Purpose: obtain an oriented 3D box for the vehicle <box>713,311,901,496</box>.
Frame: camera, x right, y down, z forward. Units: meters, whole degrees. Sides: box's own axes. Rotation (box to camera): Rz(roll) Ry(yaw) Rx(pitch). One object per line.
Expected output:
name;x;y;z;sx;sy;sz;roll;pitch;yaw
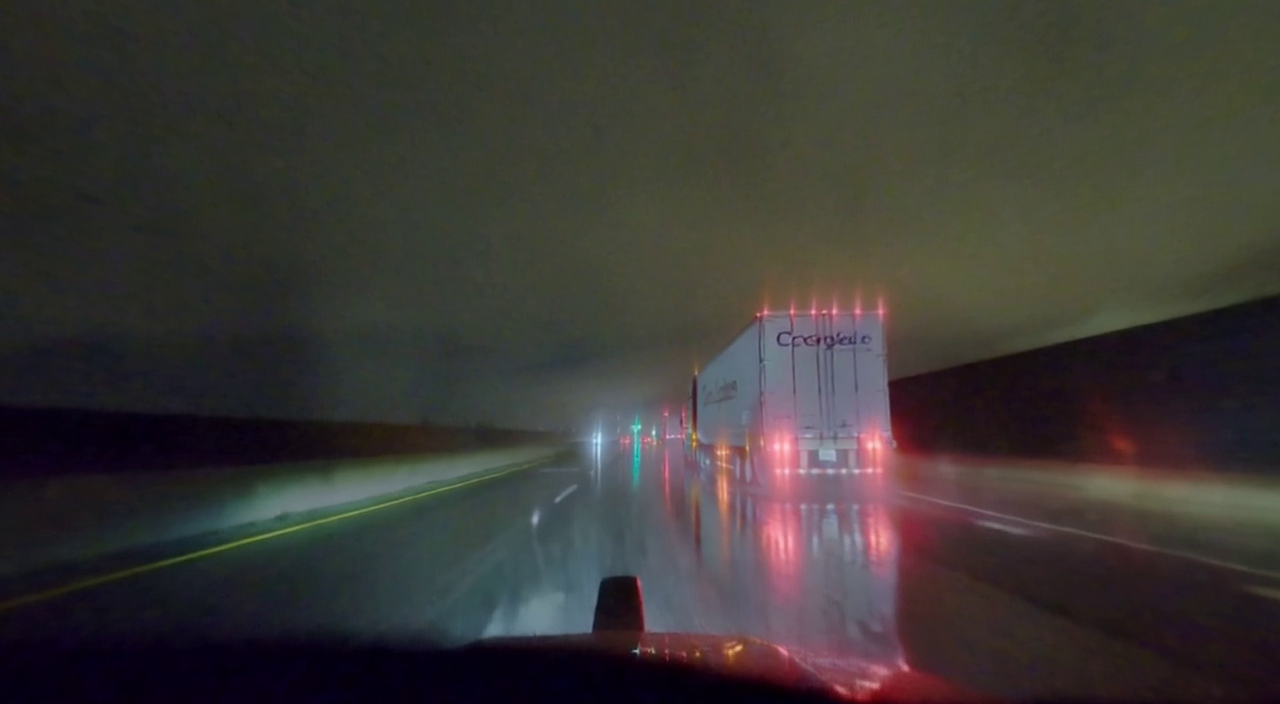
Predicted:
vehicle;4.070;1.689;17.914;2.840;3.947;8.920;0;-8;0
